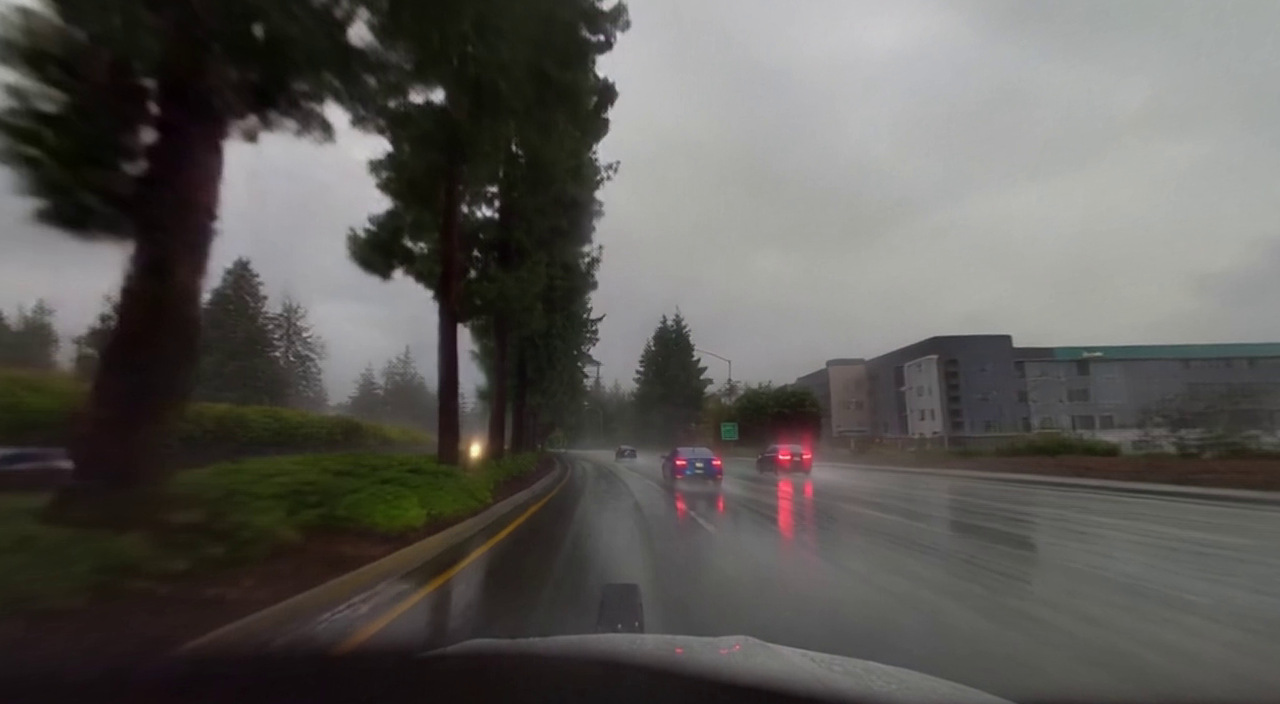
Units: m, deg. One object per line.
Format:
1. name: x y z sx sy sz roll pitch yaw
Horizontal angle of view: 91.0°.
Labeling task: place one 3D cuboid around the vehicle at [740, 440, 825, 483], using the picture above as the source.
1. vehicle: 5.263 4.105 23.910 1.901 1.474 4.363 1 -8 -5

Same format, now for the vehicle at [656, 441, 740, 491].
1. vehicle: 1.801 3.742 21.069 2.077 1.464 4.134 1 -8 -5
